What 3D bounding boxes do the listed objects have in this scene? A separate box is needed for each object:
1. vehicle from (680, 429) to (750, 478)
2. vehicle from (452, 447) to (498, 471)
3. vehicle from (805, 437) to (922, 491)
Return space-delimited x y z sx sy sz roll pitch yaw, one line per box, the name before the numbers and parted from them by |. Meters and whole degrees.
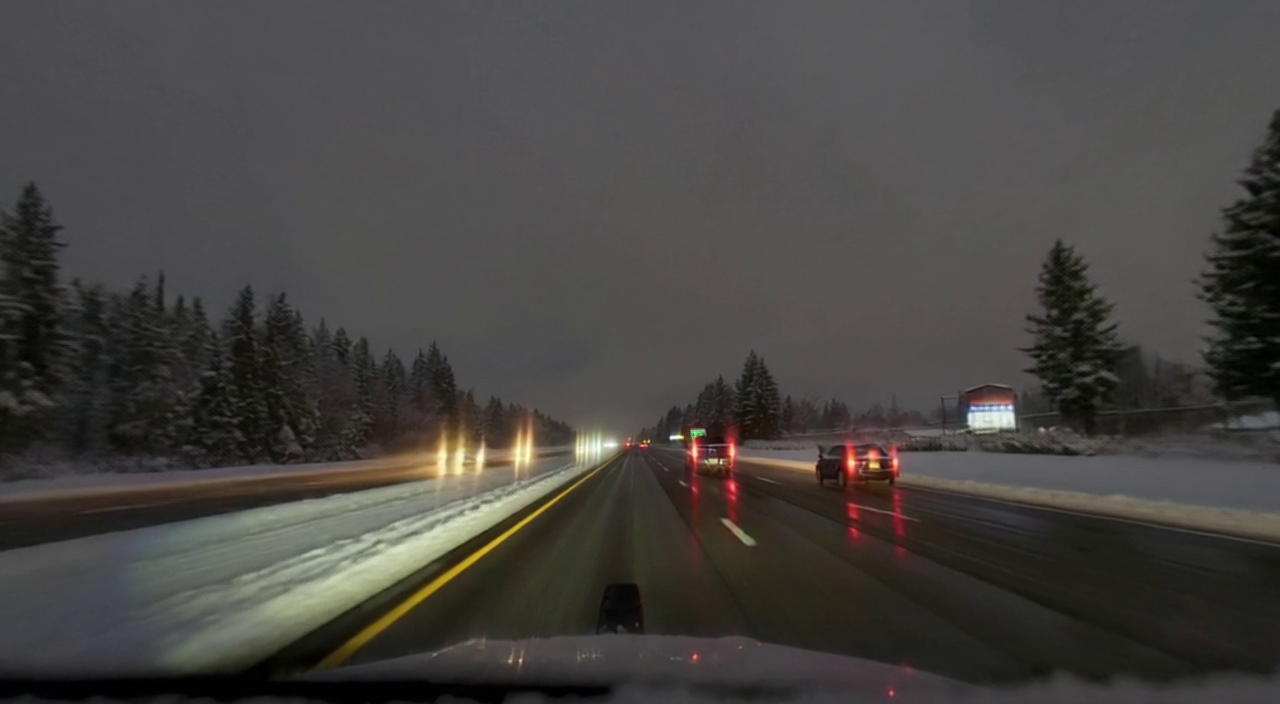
vehicle | 2.959 4.193 26.212 2.258 1.824 4.908 0 -8 -1
vehicle | -11.183 7.264 43.178 2.147 1.545 4.454 1 -8 -2
vehicle | 6.716 3.400 19.526 2.009 1.456 4.097 0 -8 -1
